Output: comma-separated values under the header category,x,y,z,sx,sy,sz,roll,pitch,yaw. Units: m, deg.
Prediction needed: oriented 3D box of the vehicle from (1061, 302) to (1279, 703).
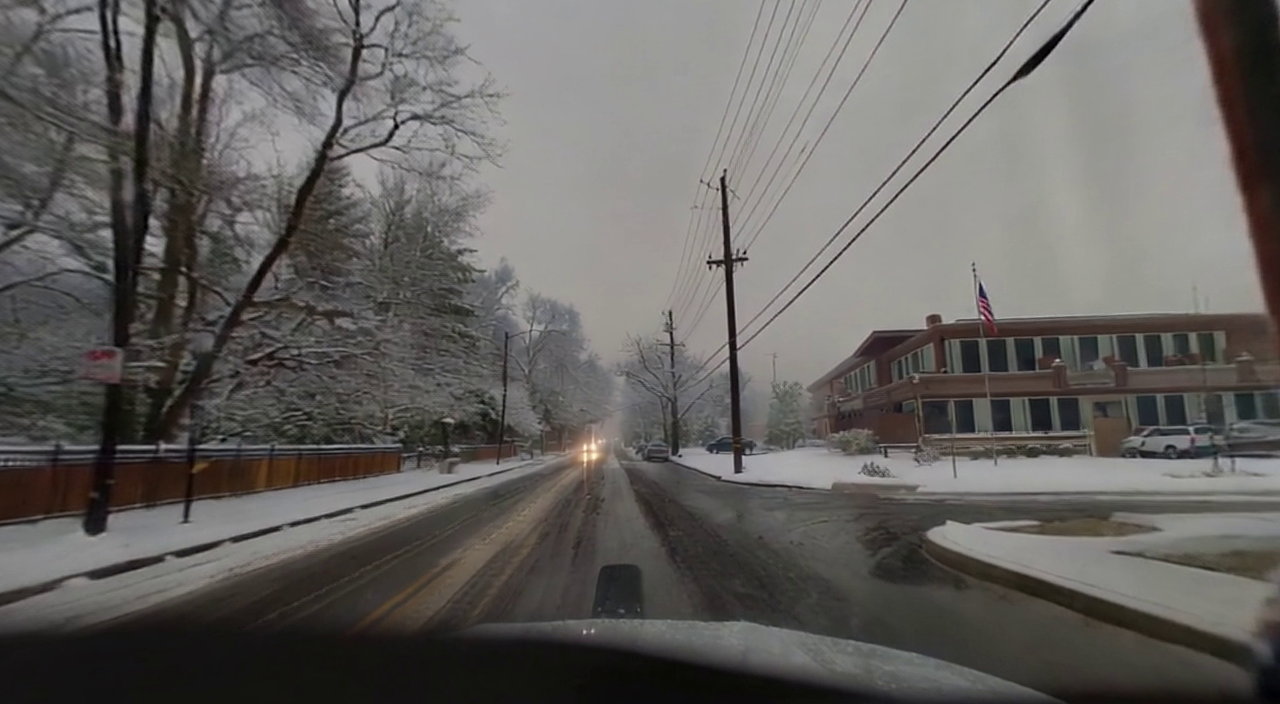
category,x,y,z,sx,sy,sz,roll,pitch,yaw
vehicle,3.228,0.535,0.578,2.203,1.787,4.704,0,-8,-4
